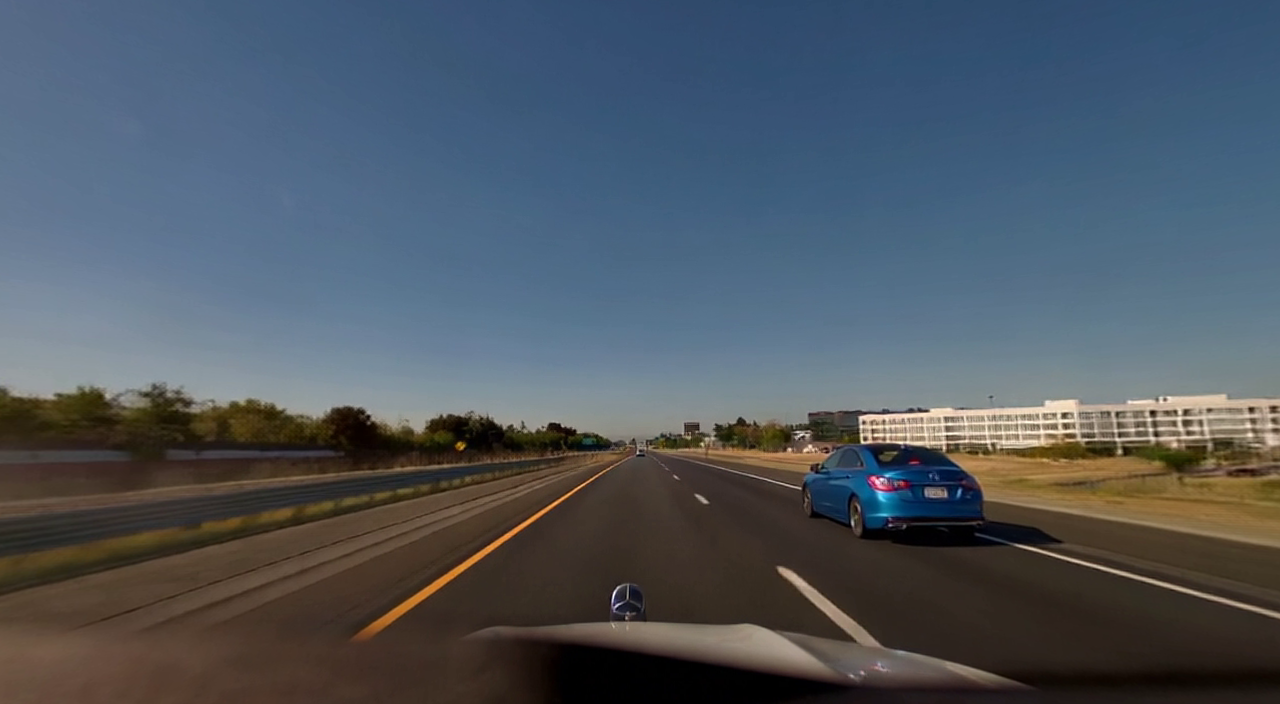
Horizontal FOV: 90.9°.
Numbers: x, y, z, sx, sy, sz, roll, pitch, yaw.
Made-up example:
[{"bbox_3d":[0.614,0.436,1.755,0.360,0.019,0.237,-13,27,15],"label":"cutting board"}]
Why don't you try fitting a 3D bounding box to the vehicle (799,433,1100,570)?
[{"bbox_3d":[4.064,2.024,9.485,2.053,1.490,4.799,0,-8,-1],"label":"vehicle"}]
